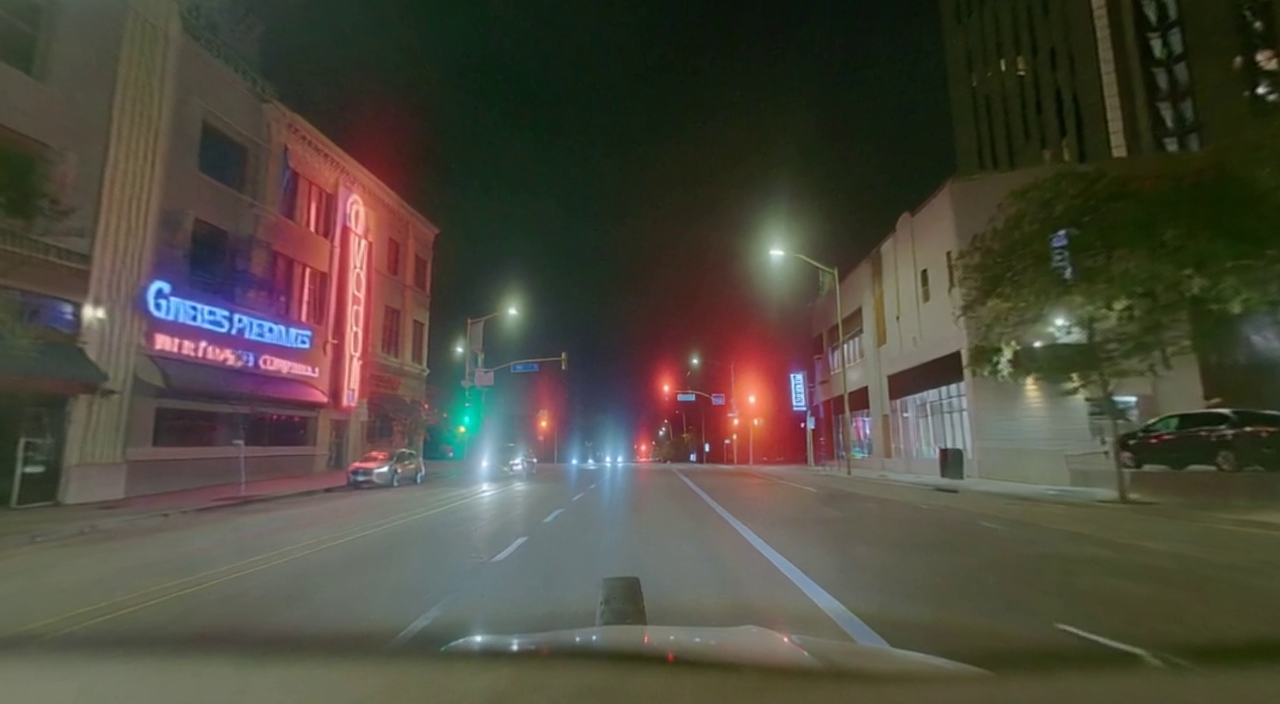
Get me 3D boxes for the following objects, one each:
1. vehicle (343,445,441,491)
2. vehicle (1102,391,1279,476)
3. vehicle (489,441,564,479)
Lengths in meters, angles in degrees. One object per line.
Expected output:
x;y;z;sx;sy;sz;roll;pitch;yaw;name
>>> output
-9.122;4.282;23.654;1.908;1.529;4.522;0;-8;-1;vehicle
15.147;2.136;16.378;2.180;1.848;5.417;-1;-8;1;vehicle
-4.883;4.710;27.820;1.984;1.489;4.515;-1;-8;7;vehicle
